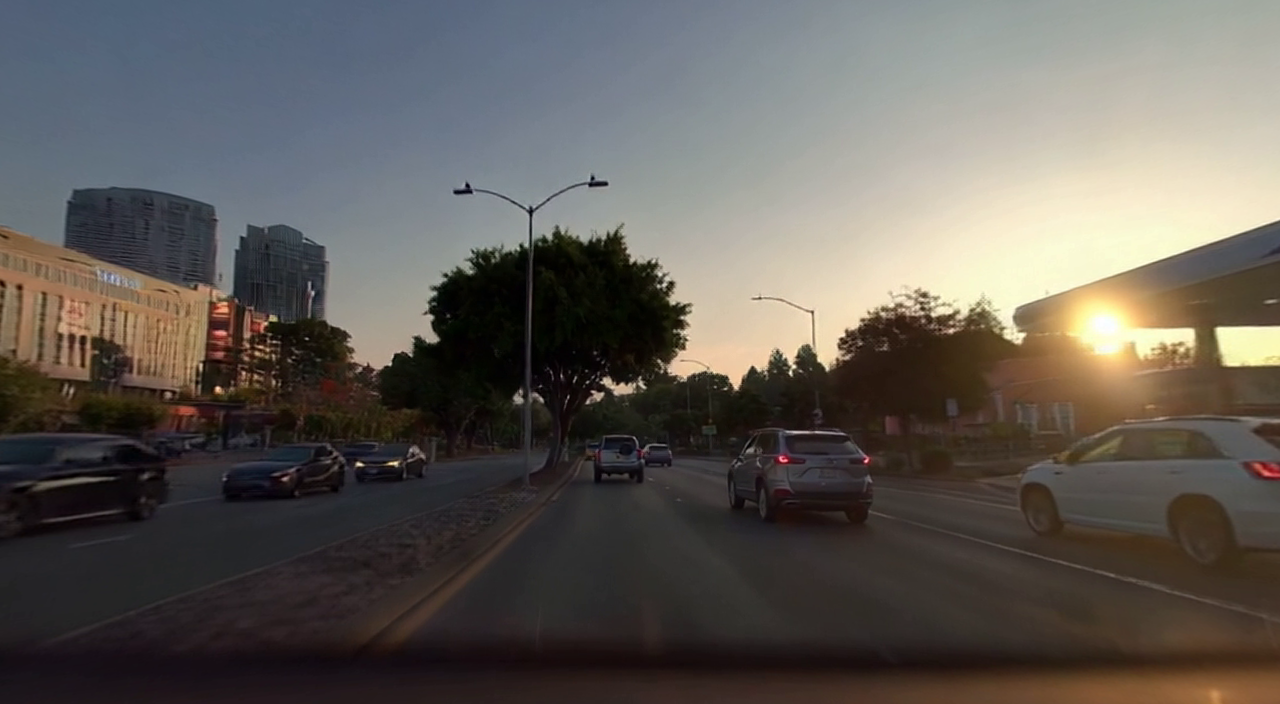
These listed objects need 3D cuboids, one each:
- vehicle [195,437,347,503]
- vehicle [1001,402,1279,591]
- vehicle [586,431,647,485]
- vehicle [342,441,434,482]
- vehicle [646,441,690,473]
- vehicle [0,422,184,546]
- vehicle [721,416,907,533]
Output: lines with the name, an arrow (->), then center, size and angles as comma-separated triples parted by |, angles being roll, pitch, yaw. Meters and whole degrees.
vehicle -> -9.015, 2.879, 15.782 | 1.665, 1.442, 3.720 | 0, -8, -2
vehicle -> 6.601, 1.531, 7.298 | 2.047, 1.653, 4.423 | 0, -8, -3
vehicle -> -0.938, 3.873, 23.278 | 2.051, 1.798, 4.168 | 1, -8, -4
vehicle -> -9.655, 4.218, 24.533 | 1.872, 1.439, 4.507 | 0, -8, -2
vehicle -> 1.430, 5.551, 33.634 | 1.800, 1.592, 3.658 | 1, -8, -6
vehicle -> -9.214, 1.880, 9.354 | 1.943, 1.575, 3.927 | 0, -8, -2
vehicle -> 2.914, 2.169, 11.682 | 2.000, 1.745, 4.206 | 1, -8, -4
